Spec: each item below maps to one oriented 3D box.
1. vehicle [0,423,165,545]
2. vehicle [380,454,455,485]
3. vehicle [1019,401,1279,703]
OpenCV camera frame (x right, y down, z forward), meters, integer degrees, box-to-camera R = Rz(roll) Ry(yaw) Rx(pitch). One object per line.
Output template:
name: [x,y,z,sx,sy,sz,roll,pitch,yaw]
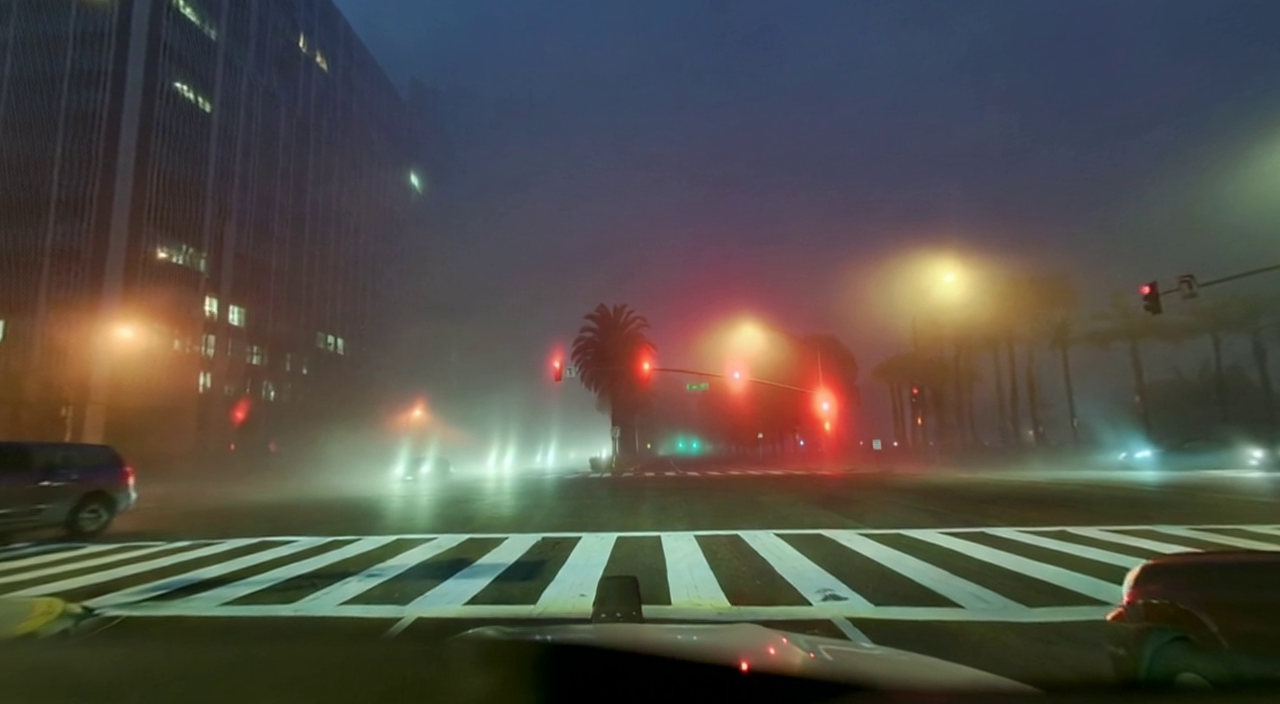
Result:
vehicle: [-12.468,2.389,11.497,2.614,2.104,6.364,-1,-9,1]
vehicle: [-11.894,6.294,34.164,2.145,1.504,4.857,-1,-9,2]
vehicle: [3.240,0.736,1.042,2.106,1.472,4.854,0,-9,-2]
